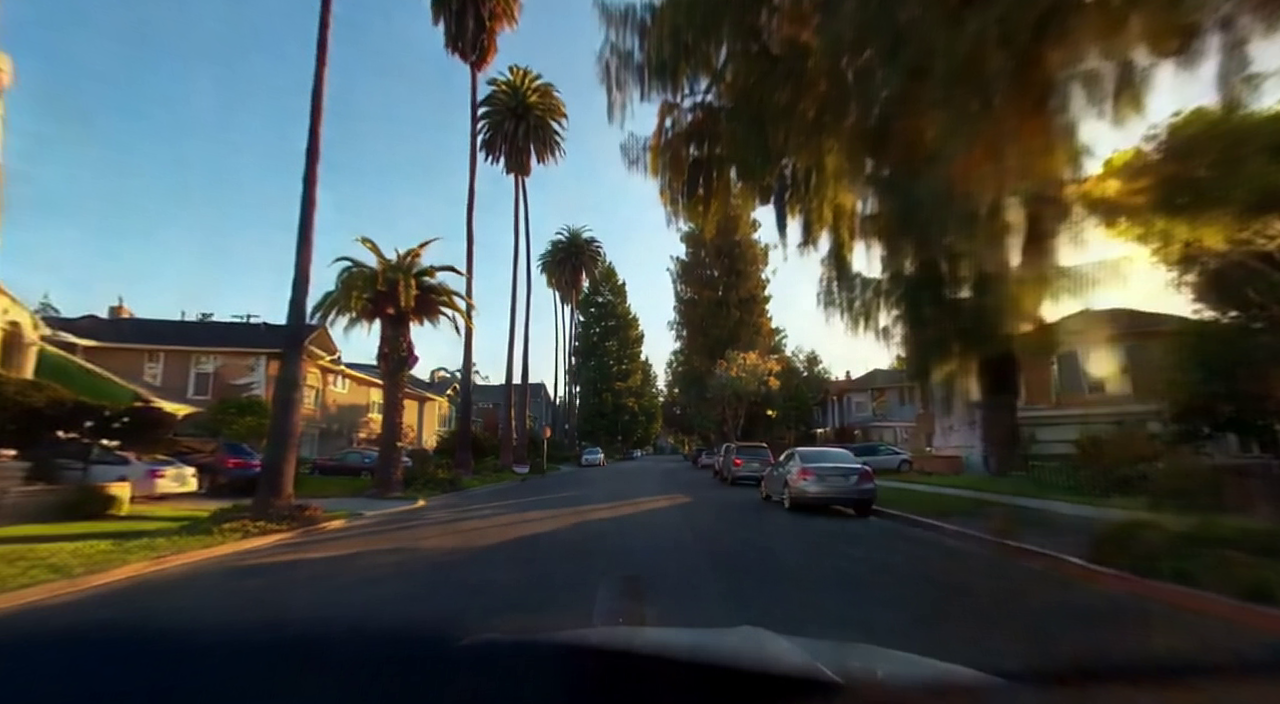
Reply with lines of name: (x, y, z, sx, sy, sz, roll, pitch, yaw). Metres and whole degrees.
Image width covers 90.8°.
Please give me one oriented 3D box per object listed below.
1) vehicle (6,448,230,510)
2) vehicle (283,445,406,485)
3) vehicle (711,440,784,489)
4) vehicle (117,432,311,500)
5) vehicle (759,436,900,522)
vehicle: (-13.457, 3.262, 16.474, 4.250, 1.469, 1.817, 0, -9, 3)
vehicle: (-13.059, 5.014, 28.124, 4.448, 1.679, 1.972, 0, -9, 2)
vehicle: (4.218, 4.524, 25.715, 2.166, 1.766, 5.186, 0, -9, 1)
vehicle: (-13.309, 3.564, 19.983, 4.576, 1.977, 2.153, 0, -9, 3)
vehicle: (4.340, 2.968, 15.417, 1.971, 1.663, 5.076, 2, -9, 1)
